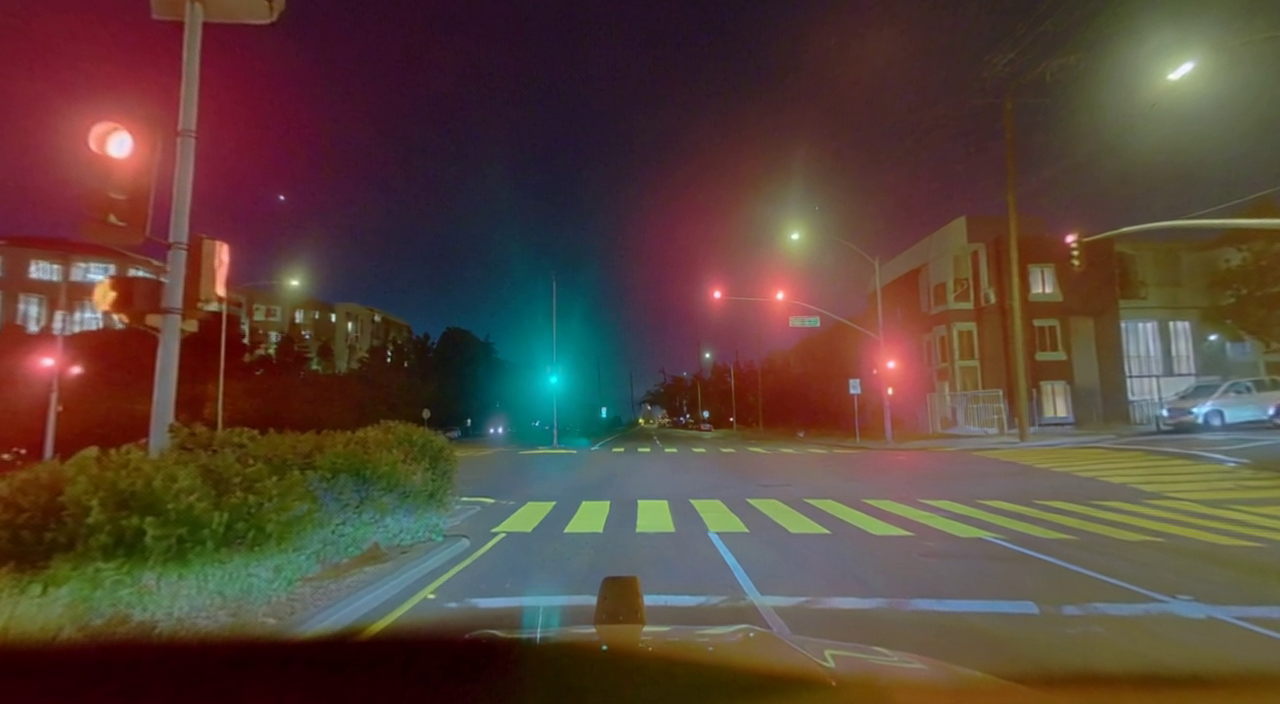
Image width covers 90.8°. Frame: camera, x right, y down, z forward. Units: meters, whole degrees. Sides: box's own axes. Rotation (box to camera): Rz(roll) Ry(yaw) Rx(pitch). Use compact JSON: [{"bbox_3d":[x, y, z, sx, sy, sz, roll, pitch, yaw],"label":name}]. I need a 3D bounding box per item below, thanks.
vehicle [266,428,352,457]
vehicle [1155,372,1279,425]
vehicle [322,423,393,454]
[{"bbox_3d":[-18.104,5.025,34.897,1.939,1.430,5.533,0,-9,-2],"label":"vehicle"},{"bbox_3d":[22.328,1.703,23.677,4.531,1.753,1.964,-2,-2,-5],"label":"vehicle"},{"bbox_3d":[-18.313,5.701,41.231,2.225,1.871,5.189,0,-9,0],"label":"vehicle"}]
